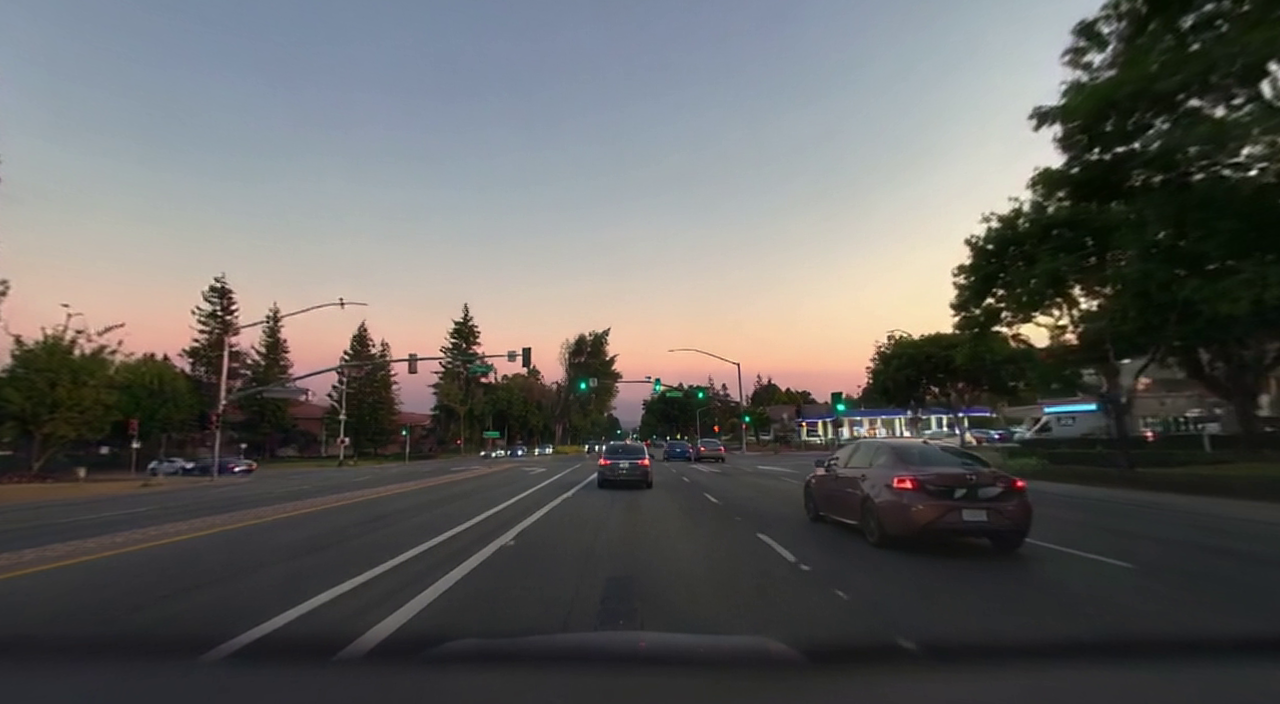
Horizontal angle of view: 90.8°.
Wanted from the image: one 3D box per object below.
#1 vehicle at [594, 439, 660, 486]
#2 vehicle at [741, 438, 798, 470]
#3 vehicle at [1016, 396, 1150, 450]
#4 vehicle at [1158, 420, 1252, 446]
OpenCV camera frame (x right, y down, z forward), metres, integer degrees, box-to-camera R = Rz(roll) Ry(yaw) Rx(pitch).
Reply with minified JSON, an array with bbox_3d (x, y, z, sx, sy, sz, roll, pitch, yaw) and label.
[{"bbox_3d":[-0.399,3.715,21.540,2.040,1.451,3.736,0,-8,0],"label":"vehicle"},{"bbox_3d":[6.388,5.097,31.685,1.890,1.489,4.396,0,-8,-1],"label":"vehicle"},{"bbox_3d":[29.059,4.855,42.043,2.940,3.265,7.968,0,-9,-1],"label":"vehicle"},{"bbox_3d":[37.653,5.471,42.243,1.879,1.650,4.496,1,-9,-5],"label":"vehicle"}]
